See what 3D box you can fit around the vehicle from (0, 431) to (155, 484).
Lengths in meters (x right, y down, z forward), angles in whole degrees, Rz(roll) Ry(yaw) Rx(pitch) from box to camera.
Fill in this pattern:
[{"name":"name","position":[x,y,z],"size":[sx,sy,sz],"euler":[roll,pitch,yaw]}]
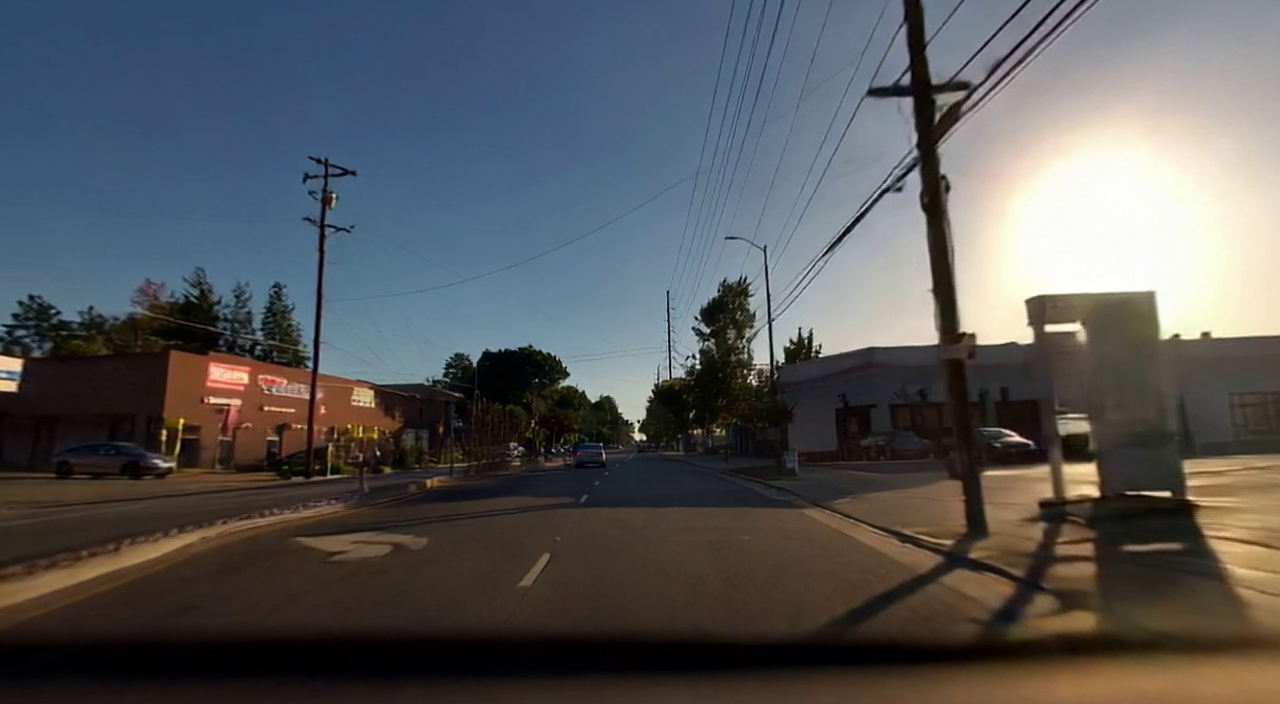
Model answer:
[{"name":"vehicle","position":[-23.144,4.316,25.936],"size":[4.657,1.806,2.132],"euler":[-3,-8,-1]}]

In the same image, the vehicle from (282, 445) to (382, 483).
[{"name":"vehicle","position":[-13.866,5.041,28.761],"size":[2.091,1.538,4.451],"euler":[-1,-8,3]}]

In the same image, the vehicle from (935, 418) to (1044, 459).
[{"name":"vehicle","position":[18.347,4.522,33.412],"size":[2.020,1.972,4.983],"euler":[3,-7,-16]}]

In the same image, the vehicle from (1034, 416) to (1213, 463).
[{"name":"vehicle","position":[17.816,3.250,23.434],"size":[4.943,1.646,2.072],"euler":[0,-8,-1]}]

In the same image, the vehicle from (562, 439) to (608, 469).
[{"name":"vehicle","position":[-2.894,5.472,34.035],"size":[2.073,1.525,3.968],"euler":[0,-8,0]}]

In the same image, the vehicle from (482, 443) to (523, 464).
[{"name":"vehicle","position":[-10.398,7.648,47.945],"size":[2.021,1.480,4.800],"euler":[0,-8,1]}]
